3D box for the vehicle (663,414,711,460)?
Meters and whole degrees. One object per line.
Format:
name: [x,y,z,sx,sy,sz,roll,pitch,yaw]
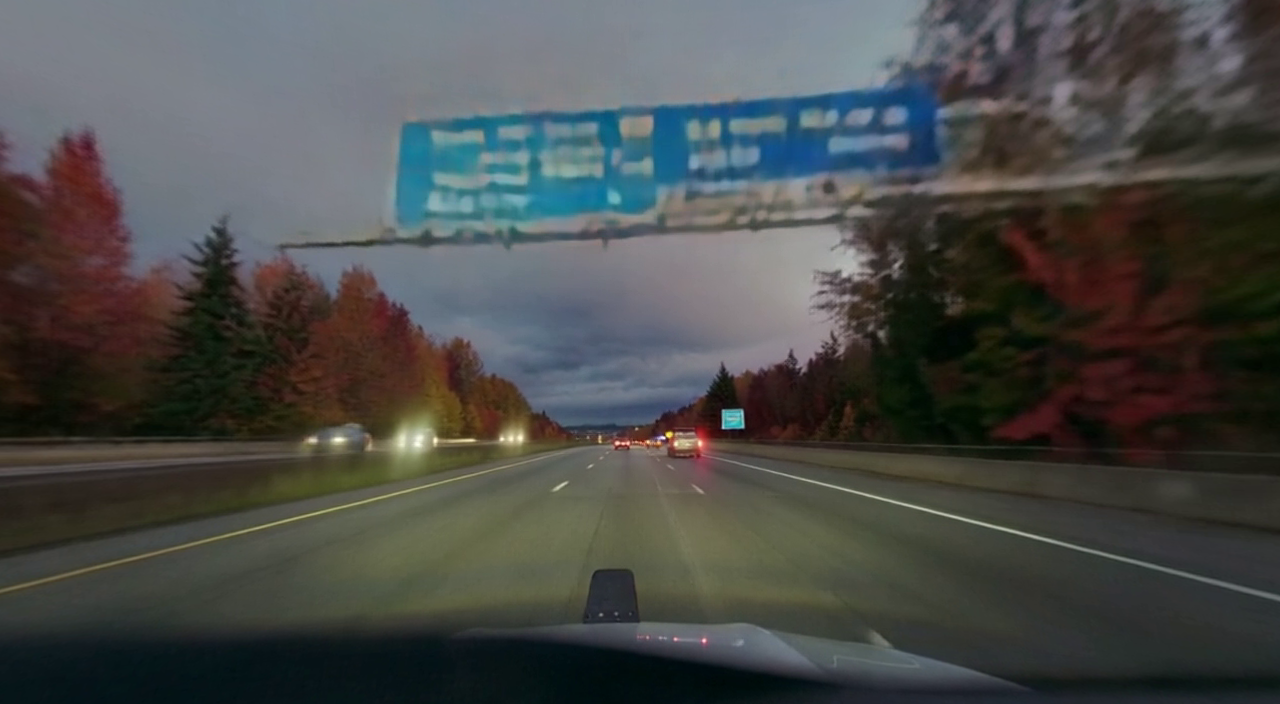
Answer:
vehicle: [2.761,5.260,38.804,2.411,2.614,5.781,0,-8,-1]
